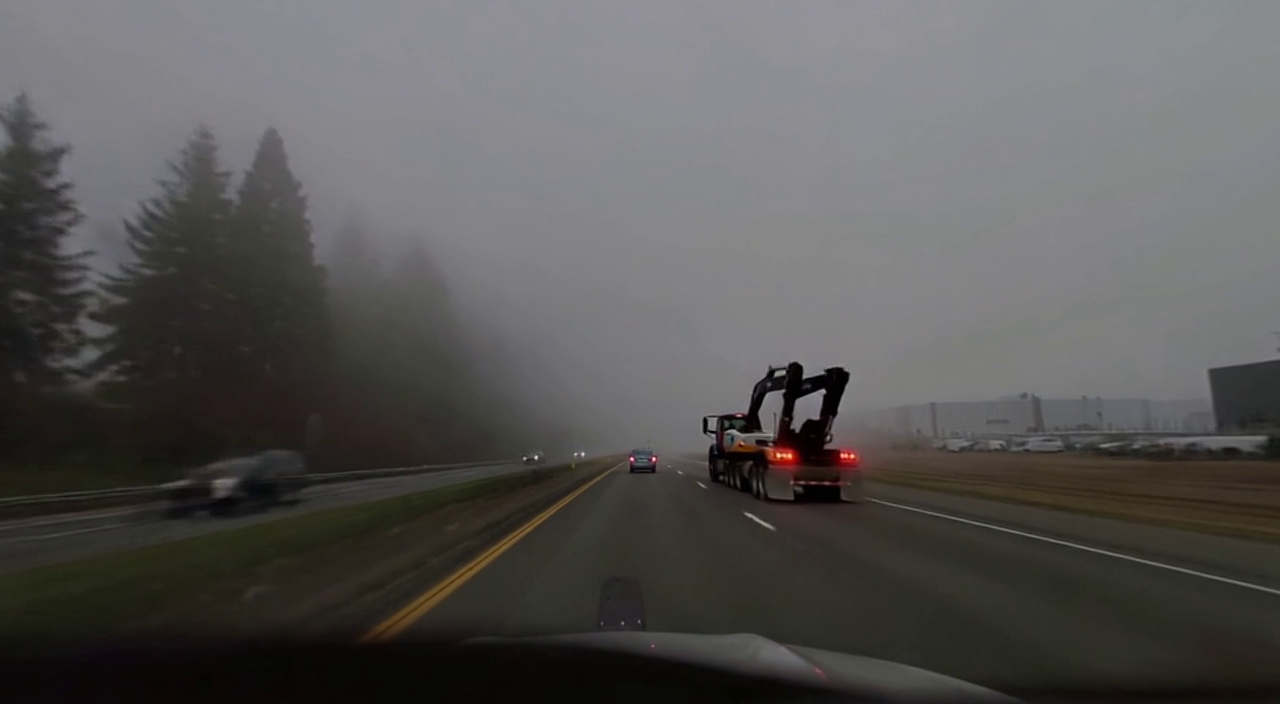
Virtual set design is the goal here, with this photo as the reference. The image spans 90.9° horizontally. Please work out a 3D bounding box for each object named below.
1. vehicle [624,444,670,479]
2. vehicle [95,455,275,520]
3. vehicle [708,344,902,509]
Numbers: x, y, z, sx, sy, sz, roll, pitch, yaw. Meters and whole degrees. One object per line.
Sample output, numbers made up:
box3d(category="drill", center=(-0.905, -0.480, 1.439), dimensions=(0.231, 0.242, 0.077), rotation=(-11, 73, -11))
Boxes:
box3d(category="vehicle", center=(0.290, 5.160, 29.884), dimensions=(2.045, 1.527, 4.023), rotation=(0, -9, 0))
box3d(category="vehicle", center=(-12.239, 3.622, 17.350), dimensions=(1.947, 1.500, 3.999), rotation=(0, -9, 0))
box3d(category="vehicle", center=(3.986, 2.198, 17.677), dimensions=(3.089, 3.568, 8.101), rotation=(0, -9, -1))
